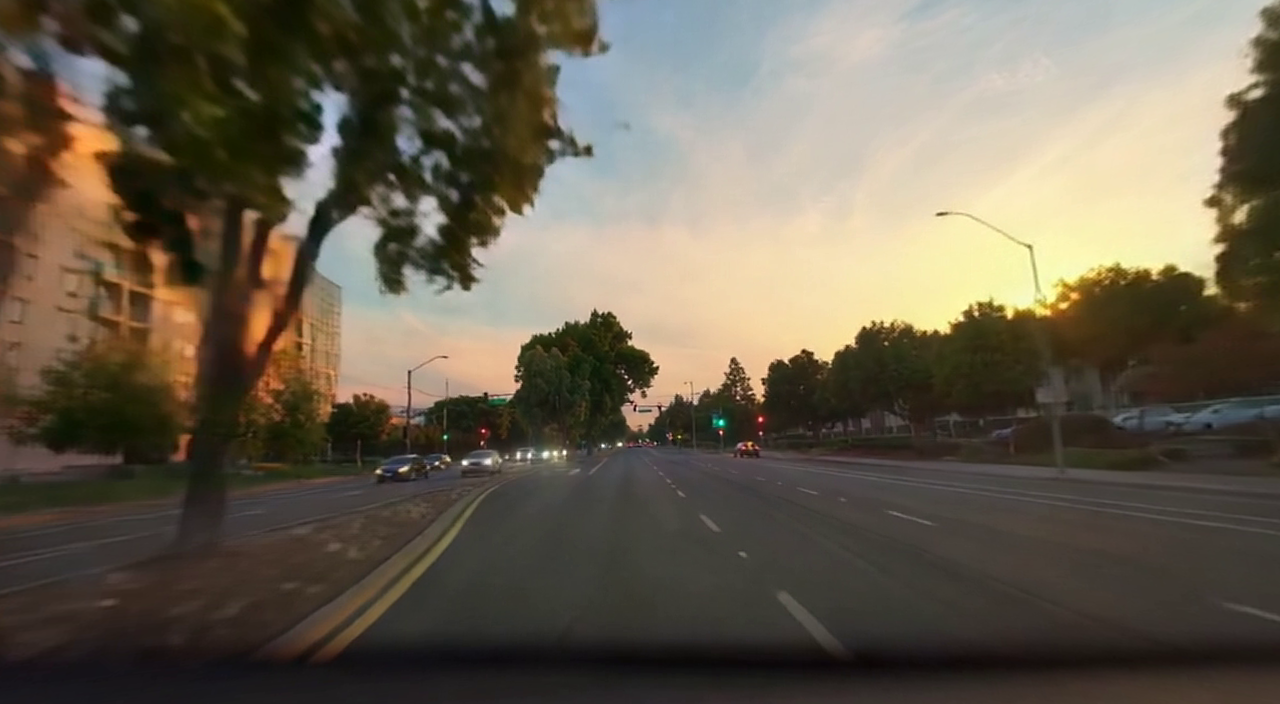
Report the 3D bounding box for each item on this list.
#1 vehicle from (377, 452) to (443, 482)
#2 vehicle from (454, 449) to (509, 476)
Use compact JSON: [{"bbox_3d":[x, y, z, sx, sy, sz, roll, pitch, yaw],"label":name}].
[{"bbox_3d":[-12.735,6.395,35.340,1.973,1.485,4.616,0,-9,0],"label":"vehicle"},{"bbox_3d":[-9.259,6.500,37.352,2.140,1.460,4.449,0,-9,0],"label":"vehicle"}]
